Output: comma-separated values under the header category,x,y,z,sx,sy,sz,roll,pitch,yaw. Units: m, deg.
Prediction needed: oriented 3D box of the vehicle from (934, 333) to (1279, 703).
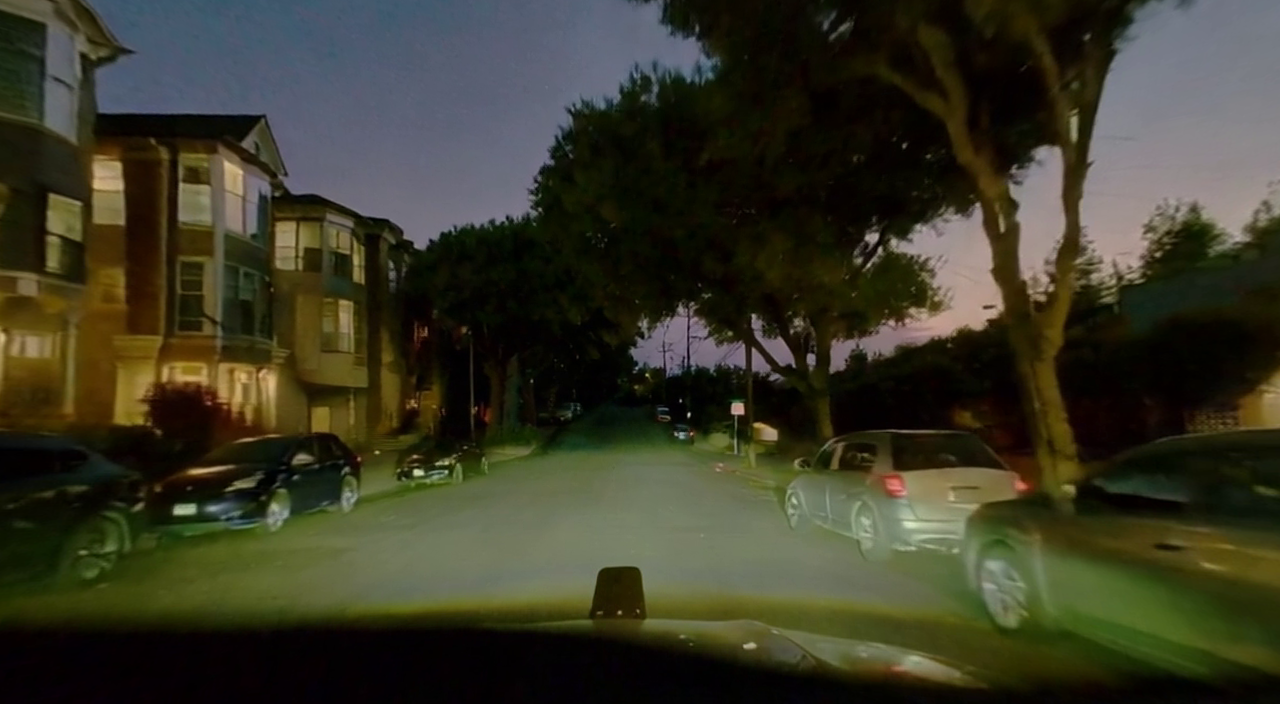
category,x,y,z,sx,sy,sz,roll,pitch,yaw
vehicle,3.428,0.863,2.828,1.952,1.738,4.518,0,-8,-1

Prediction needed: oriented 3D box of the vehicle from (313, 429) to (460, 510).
category,x,y,z,sx,sy,sz,roll,pitch,yaw
vehicle,-6.137,2.824,16.015,1.922,1.569,4.677,-1,-5,-1

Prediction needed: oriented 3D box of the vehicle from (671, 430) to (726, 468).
category,x,y,z,sx,sy,sz,roll,pitch,yaw
vehicle,2.628,4.488,29.429,1.966,1.620,4.187,0,-8,-3

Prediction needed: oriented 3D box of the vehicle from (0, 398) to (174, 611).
category,x,y,z,sx,sy,sz,roll,pitch,yaw
vehicle,-6.192,1.214,4.890,1.830,1.750,4.502,1,-8,-2

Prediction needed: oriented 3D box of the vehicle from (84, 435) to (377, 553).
category,x,y,z,sx,sy,sz,roll,pitch,yaw
vehicle,-6.296,2.174,10.535,1.909,1.490,4.439,-1,-8,0
